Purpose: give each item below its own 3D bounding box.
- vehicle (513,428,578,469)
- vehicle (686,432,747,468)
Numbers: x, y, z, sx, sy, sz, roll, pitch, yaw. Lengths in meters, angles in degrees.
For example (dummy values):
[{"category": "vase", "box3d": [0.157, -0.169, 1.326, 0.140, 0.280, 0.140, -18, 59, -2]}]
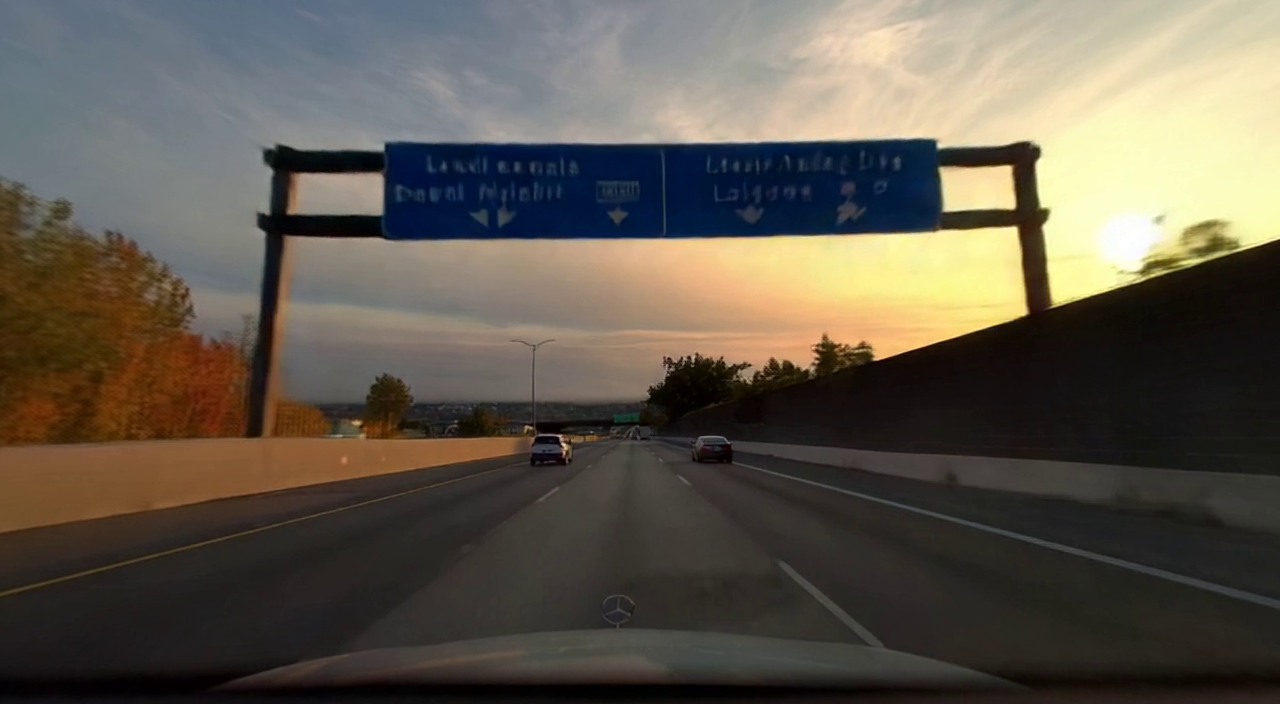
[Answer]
[{"category": "vehicle", "box3d": [-4.104, 4.266, 27.958, 2.219, 1.660, 4.153, 0, -8, 0]}, {"category": "vehicle", "box3d": [3.409, 4.463, 28.909, 2.077, 1.523, 4.539, 0, -8, -2]}]
